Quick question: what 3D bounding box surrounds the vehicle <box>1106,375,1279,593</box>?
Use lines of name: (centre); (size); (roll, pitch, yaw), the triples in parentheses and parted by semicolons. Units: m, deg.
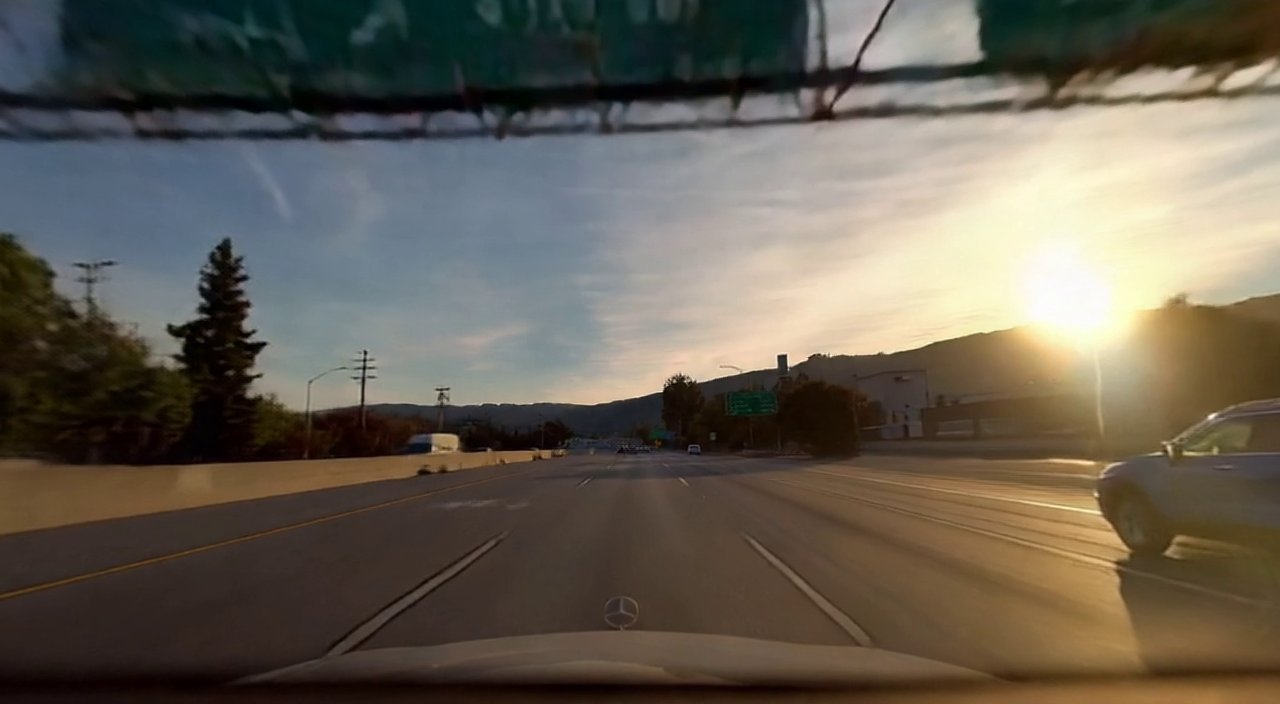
vehicle: (6.750, 1.111, 5.222); (2.222, 1.899, 4.595); (0, -9, 0)

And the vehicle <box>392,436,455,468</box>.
vehicle: (-14.515, 6.728, 42.620); (2.327, 1.992, 5.241); (0, -9, 1)
